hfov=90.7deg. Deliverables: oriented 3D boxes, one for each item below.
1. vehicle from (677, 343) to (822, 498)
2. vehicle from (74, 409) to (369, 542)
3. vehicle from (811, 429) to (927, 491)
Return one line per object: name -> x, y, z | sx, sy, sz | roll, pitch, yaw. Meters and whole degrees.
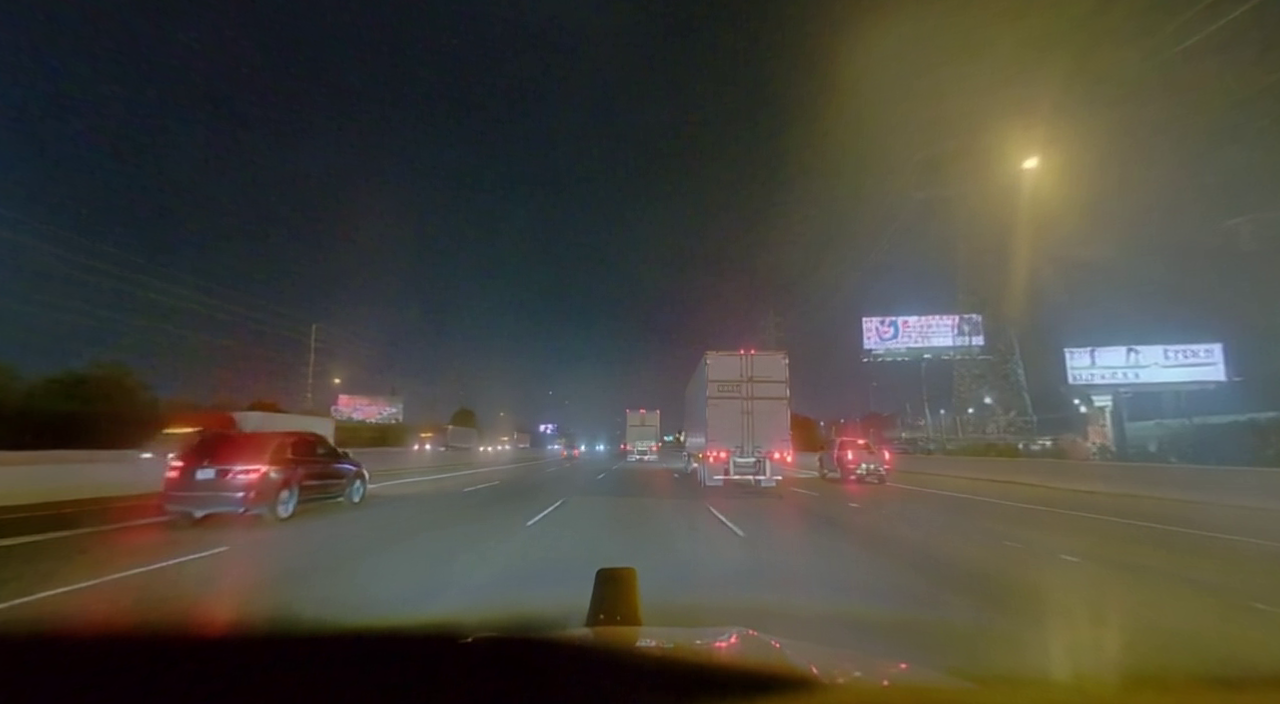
vehicle -> 3.420, 3.076, 25.295 | 2.892, 4.152, 16.575 | 0, -9, 0
vehicle -> -6.894, 2.095, 11.300 | 2.004, 1.846, 4.739 | 0, -9, 0
vehicle -> 7.553, 3.620, 21.469 | 2.115, 1.844, 4.522 | 0, -9, -1
